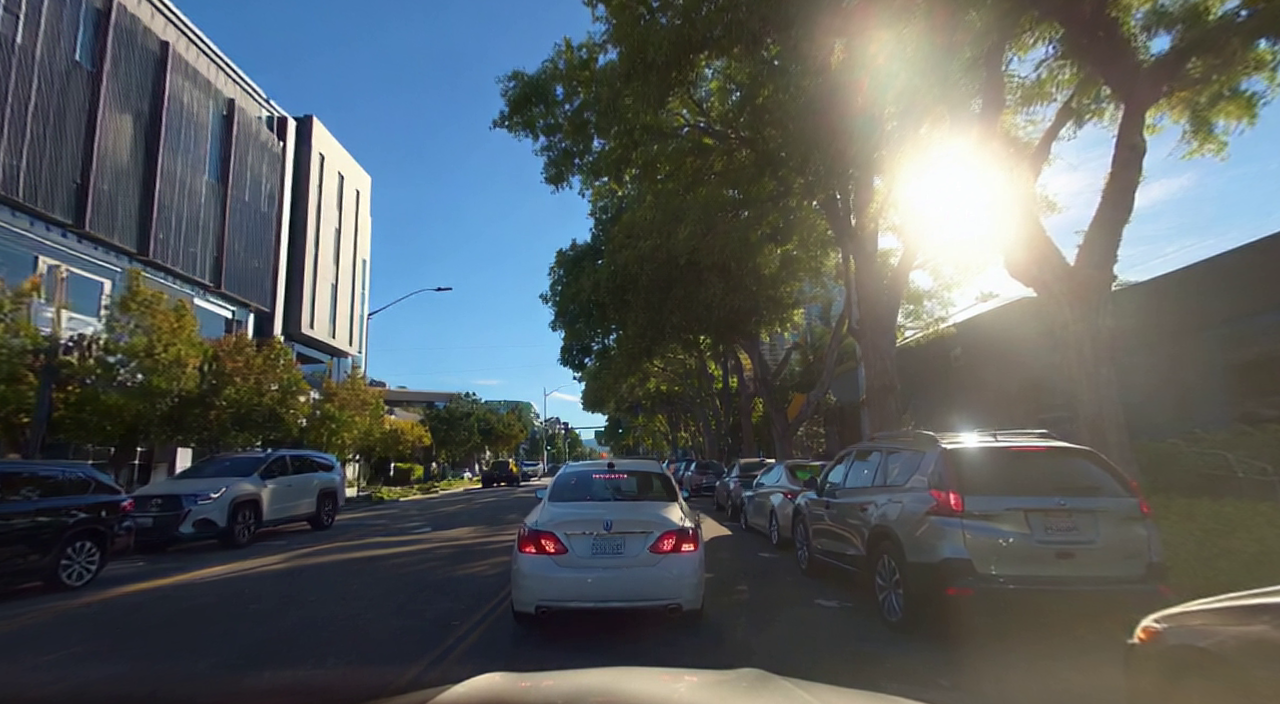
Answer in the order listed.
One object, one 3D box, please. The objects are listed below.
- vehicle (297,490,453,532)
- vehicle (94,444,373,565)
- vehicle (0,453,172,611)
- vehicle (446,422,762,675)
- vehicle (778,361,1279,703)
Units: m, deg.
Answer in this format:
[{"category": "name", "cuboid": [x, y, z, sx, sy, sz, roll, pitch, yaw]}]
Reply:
[{"category": "vehicle", "cuboid": [-6.955, 4.270, 17.213, 2.223, 0.774, 4.789, 1, -10, 0]}, {"category": "vehicle", "cuboid": [-6.829, 2.583, 11.360, 1.994, 1.701, 4.520, 0, -10, 0]}, {"category": "vehicle", "cuboid": [-6.988, 1.685, 5.891, 1.900, 1.471, 4.202, 1, -10, 0]}, {"category": "vehicle", "cuboid": [-0.208, 1.595, 5.942, 2.018, 1.583, 3.646, 1, -10, 1]}, {"category": "vehicle", "cuboid": [2.710, 1.417, 5.703, 1.868, 1.920, 4.501, 1, -10, 0]}]
